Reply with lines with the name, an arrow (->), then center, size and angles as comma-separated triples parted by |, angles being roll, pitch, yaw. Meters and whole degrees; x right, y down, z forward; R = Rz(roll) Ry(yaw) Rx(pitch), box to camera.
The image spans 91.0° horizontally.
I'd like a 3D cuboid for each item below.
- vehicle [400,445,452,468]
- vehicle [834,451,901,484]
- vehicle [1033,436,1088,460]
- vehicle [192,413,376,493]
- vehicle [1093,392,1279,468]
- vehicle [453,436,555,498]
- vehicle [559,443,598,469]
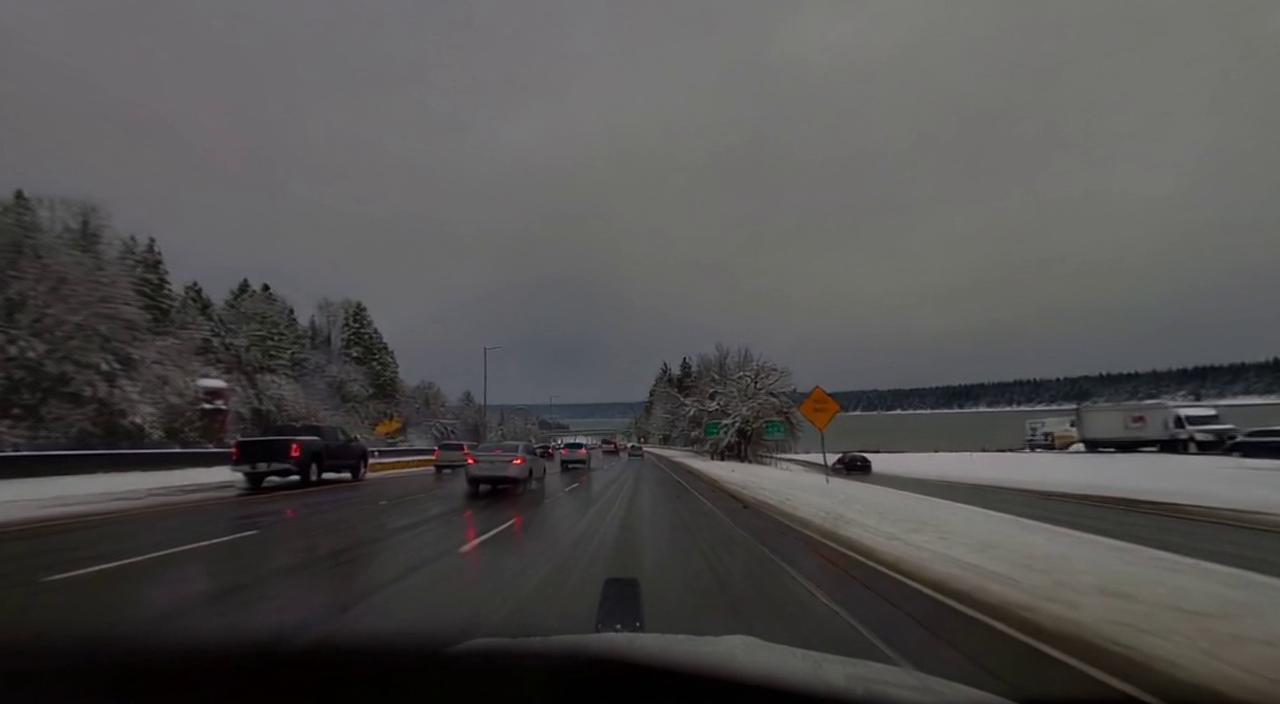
vehicle -> -14.822, 7.227, 43.832 | 1.977, 1.501, 4.455 | 0, -9, 2
vehicle -> 11.823, 6.013, 33.079 | 2.153, 1.510, 4.646 | -1, -9, 6
vehicle -> 32.260, 7.367, 48.441 | 1.998, 1.732, 4.432 | -2, -9, 13
vehicle -> -11.082, 3.239, 20.358 | 2.442, 2.191, 5.760 | 0, -9, 1
vehicle -> 31.500, 4.710, 36.795 | 3.997, 3.685, 10.600 | -3, -9, 12
vehicle -> -4.084, 3.544, 19.809 | 2.132, 1.708, 4.571 | 0, -9, 1
vehicle -> -4.339, 7.421, 45.113 | 2.107, 1.787, 4.685 | 0, -9, 2
